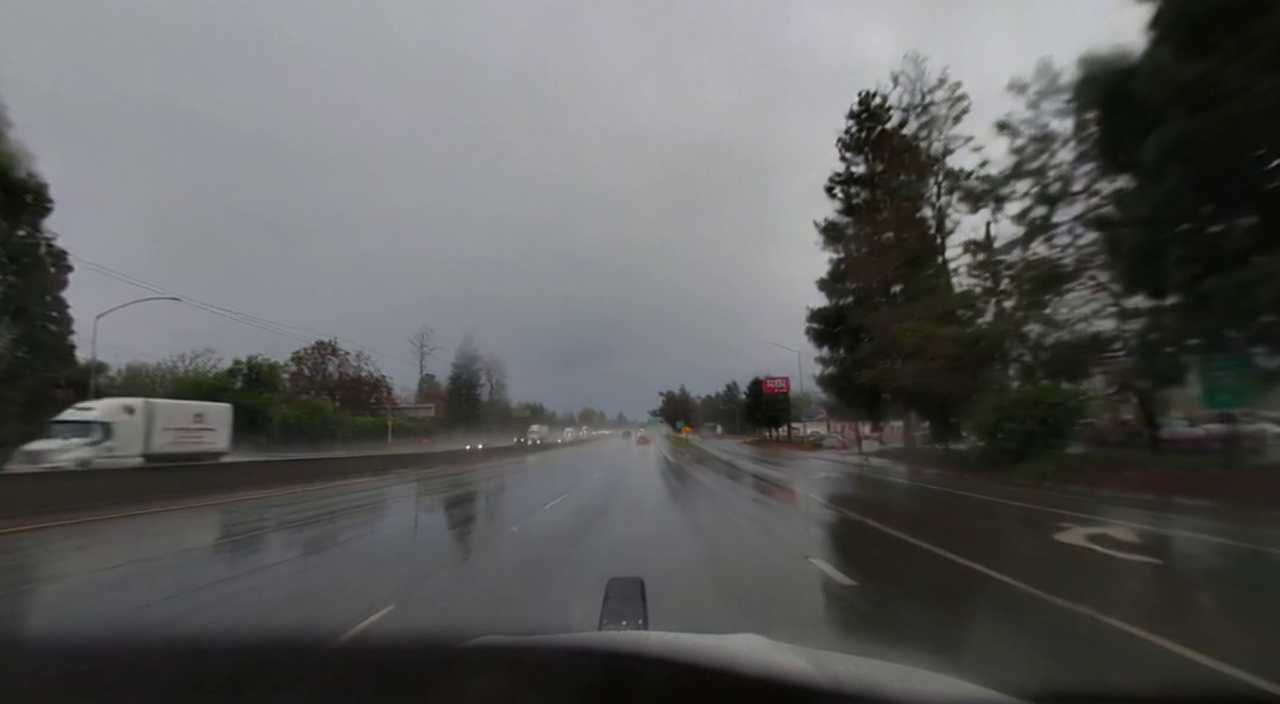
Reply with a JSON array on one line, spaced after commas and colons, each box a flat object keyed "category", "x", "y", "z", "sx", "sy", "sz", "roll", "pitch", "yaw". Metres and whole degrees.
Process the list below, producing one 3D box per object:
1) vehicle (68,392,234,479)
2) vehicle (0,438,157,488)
[{"category": "vehicle", "x": -27.309, "y": 4.761, "z": 35.924, "sx": 3.154, "sy": 4.285, "sz": 7.732, "roll": -1, "pitch": -8, "yaw": 0}, {"category": "vehicle", "x": -22.606, "y": 4.298, "z": 24.960, "sx": 1.989, "sy": 1.705, "sz": 6.263, "roll": 0, "pitch": -8, "yaw": 0}]
